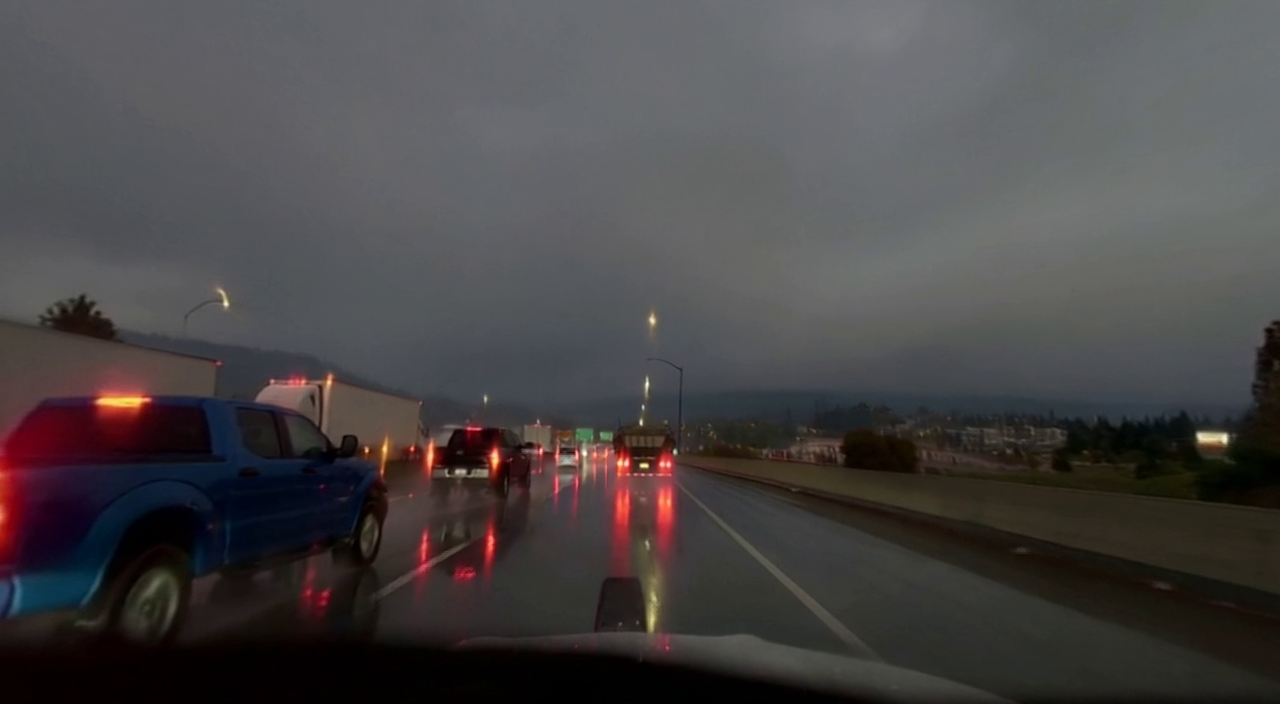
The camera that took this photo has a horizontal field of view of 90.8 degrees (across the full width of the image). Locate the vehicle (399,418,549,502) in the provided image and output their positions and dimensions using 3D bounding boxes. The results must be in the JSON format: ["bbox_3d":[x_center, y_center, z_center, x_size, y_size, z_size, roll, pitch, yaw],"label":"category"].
[{"bbox_3d":[-4.345,2.982,17.842,2.575,1.958,5.730,0,-8,1],"label":"vehicle"}]

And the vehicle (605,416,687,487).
[{"bbox_3d":[0.071,4.058,26.084,2.886,2.471,7.692,0,-8,-2],"label":"vehicle"}]

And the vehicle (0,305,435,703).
[{"bbox_3d":[-3.563,1.100,4.749,2.303,1.835,5.044,0,-8,1],"label":"vehicle"}]

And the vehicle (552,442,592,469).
[{"bbox_3d":[-4.854,7.469,45.879,2.329,1.859,4.823,0,-8,0],"label":"vehicle"}]
